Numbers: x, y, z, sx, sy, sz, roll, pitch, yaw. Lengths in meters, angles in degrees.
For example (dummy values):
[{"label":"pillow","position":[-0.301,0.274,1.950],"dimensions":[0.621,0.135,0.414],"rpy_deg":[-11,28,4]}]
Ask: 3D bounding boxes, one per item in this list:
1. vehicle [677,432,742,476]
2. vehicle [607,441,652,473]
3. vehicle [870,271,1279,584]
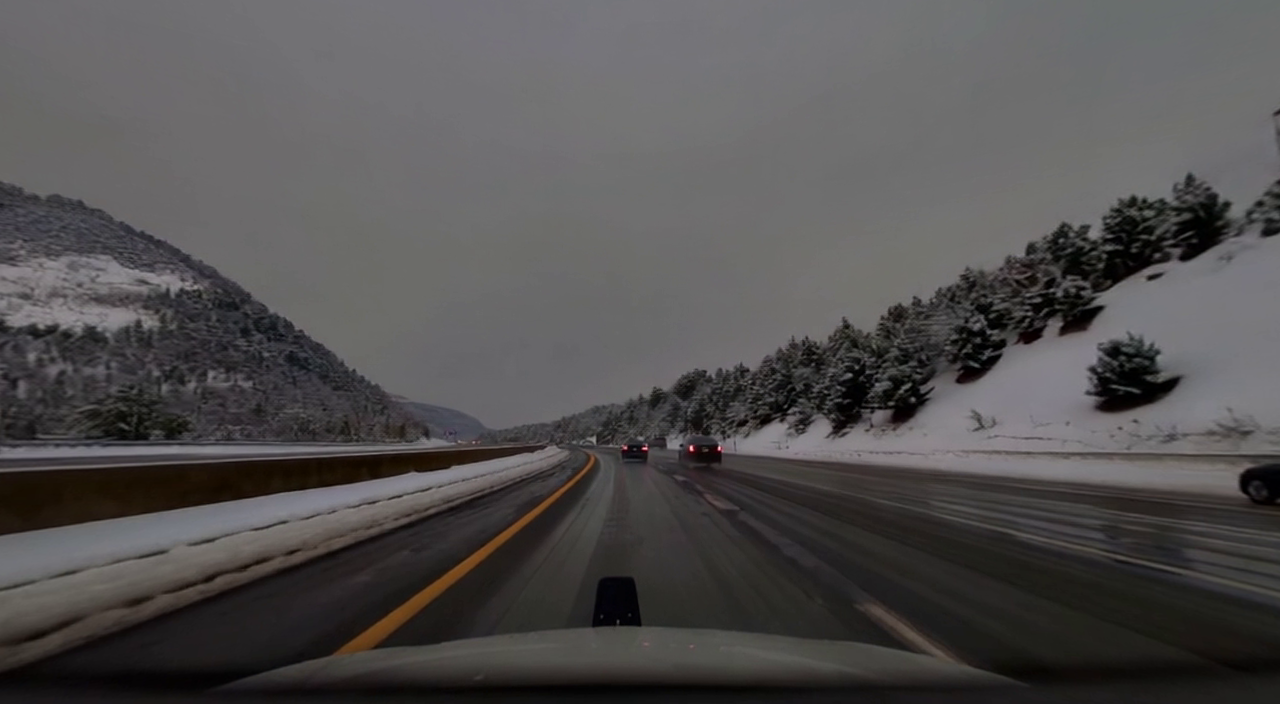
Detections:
[{"label":"vehicle","position":[3.029,4.572,28.526],"dimensions":[2.098,1.794,4.561],"rpy_deg":[0,-9,-4]},{"label":"vehicle","position":[-0.607,5.207,31.645],"dimensions":[2.083,1.477,3.965],"rpy_deg":[0,-9,-3]},{"label":"vehicle","position":[7.297,1.391,10.771],"dimensions":[2.880,2.975,9.608],"rpy_deg":[0,-9,-2]}]
